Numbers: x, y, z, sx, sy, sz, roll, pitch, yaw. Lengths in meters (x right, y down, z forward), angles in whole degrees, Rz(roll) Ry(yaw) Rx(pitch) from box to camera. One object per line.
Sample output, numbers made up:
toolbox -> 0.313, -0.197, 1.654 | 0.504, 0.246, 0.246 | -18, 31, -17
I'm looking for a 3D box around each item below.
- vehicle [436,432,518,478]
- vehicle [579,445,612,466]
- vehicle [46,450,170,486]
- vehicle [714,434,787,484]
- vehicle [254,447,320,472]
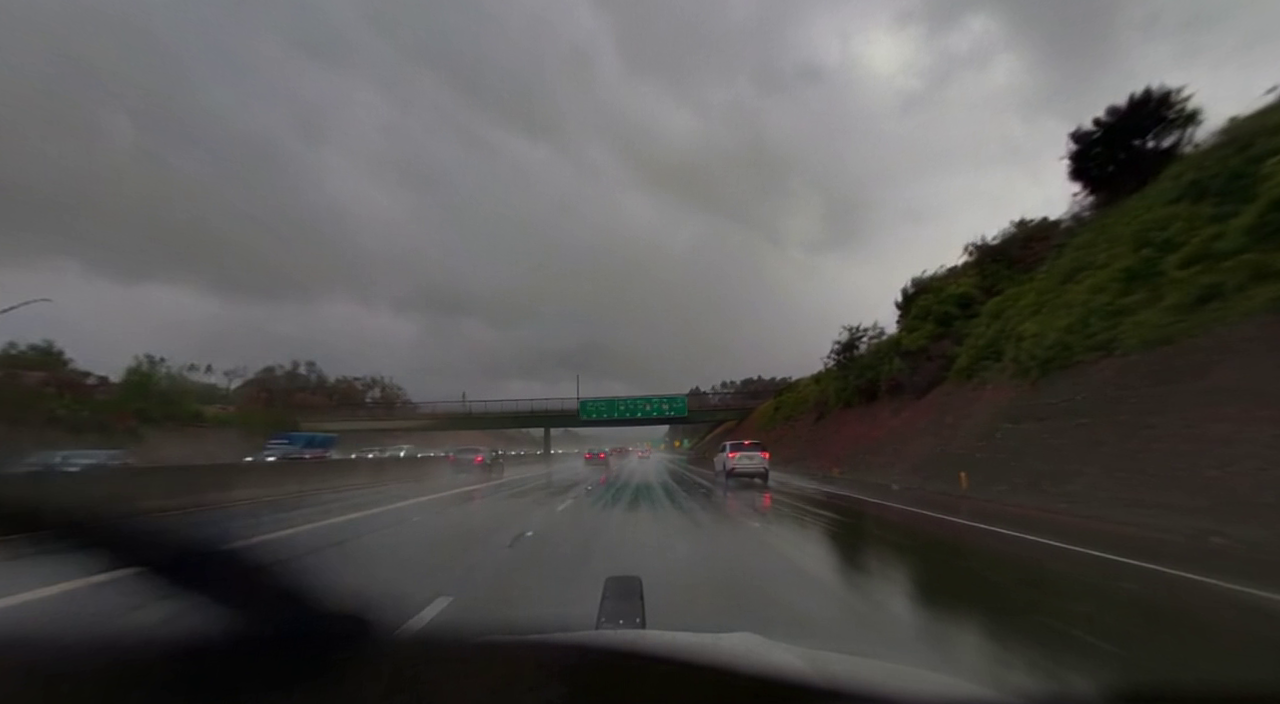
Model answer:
vehicle -> -7.614, 4.916, 30.186 | 2.341, 1.959, 5.684 | 0, -9, 1
vehicle -> -3.301, 7.825, 47.664 | 2.067, 1.528, 4.551 | 0, -9, 1
vehicle -> -24.807, 5.384, 29.626 | 1.892, 1.545, 4.448 | 0, -9, 0
vehicle -> 4.124, 4.081, 24.281 | 1.990, 1.735, 4.276 | 0, -9, 0
vehicle -> -25.276, 7.690, 45.317 | 1.980, 1.634, 4.800 | 0, -9, 0
